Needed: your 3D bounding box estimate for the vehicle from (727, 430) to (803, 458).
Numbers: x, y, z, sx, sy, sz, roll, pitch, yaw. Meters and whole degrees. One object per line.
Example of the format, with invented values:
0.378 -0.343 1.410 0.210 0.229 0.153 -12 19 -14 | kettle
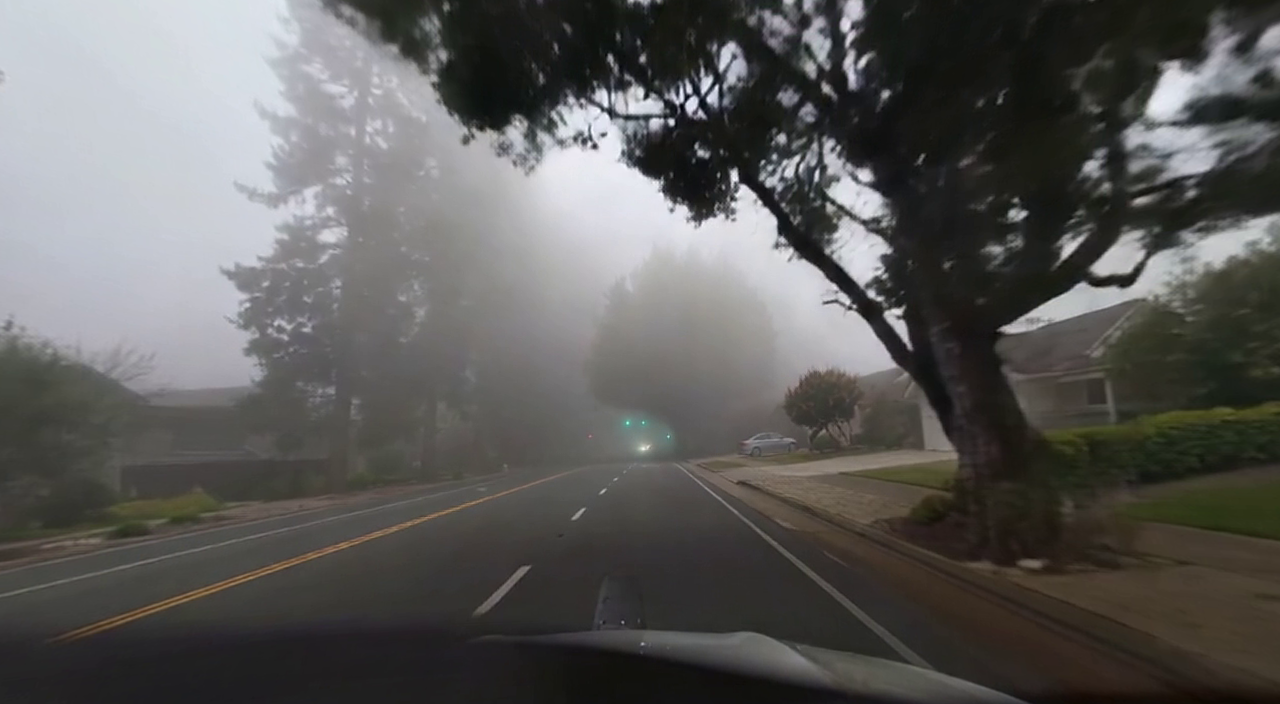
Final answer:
8.539 6.280 42.974 4.636 1.823 1.997 3 -9 -18 | vehicle
